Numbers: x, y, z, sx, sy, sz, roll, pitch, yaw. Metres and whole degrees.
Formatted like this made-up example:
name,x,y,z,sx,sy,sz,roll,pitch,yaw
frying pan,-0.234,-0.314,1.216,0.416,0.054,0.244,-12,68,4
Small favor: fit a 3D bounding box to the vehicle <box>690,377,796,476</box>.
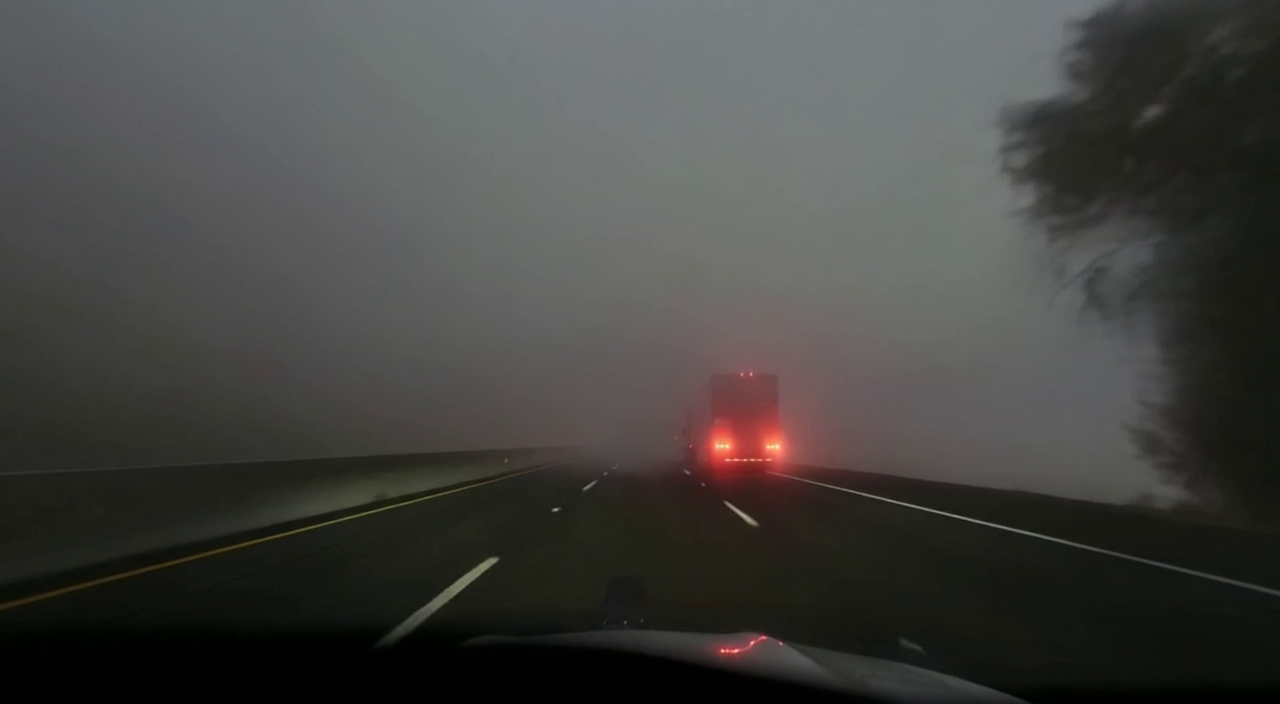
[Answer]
name,x,y,z,sx,sy,sz,roll,pitch,yaw
vehicle,4.757,4.086,32.799,3.485,3.975,14.489,0,-8,2
